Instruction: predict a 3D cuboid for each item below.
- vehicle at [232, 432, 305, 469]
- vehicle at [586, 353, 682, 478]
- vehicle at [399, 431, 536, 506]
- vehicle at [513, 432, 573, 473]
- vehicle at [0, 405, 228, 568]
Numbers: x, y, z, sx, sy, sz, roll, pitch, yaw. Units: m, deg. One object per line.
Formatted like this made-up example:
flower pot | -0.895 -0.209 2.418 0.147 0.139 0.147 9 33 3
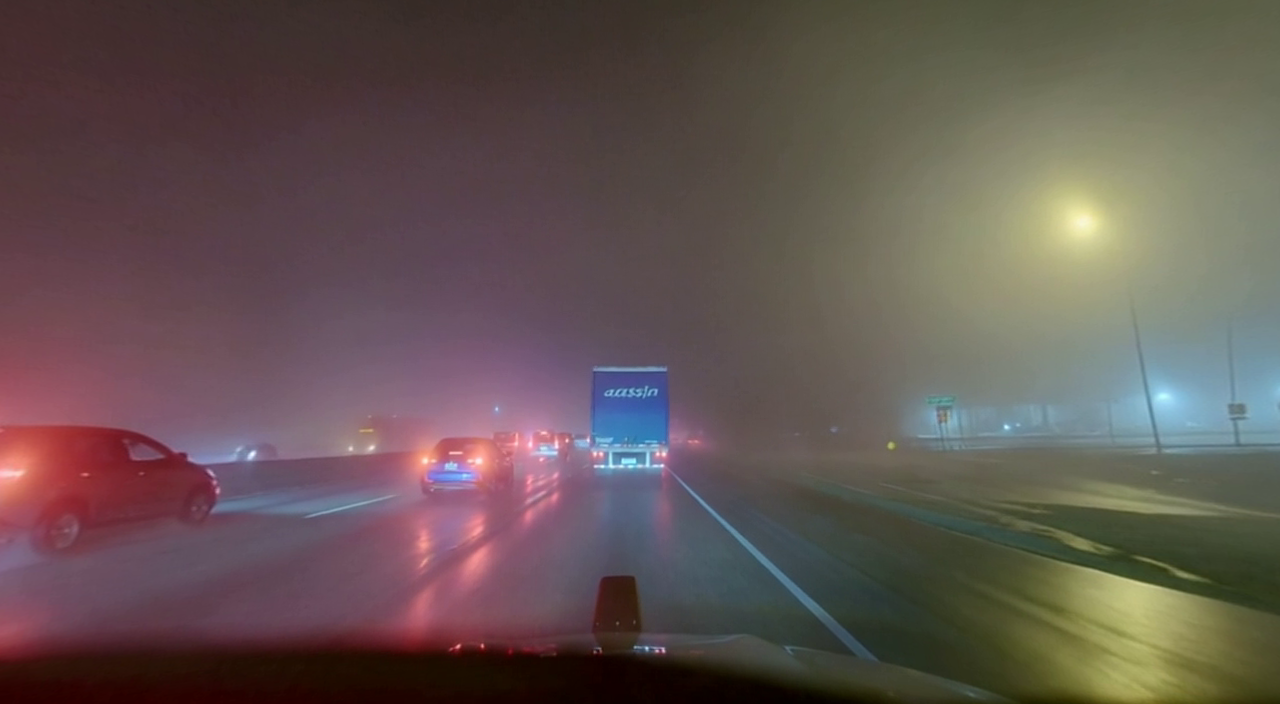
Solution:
vehicle | -26.494 7.001 45.076 2.113 2.464 4.940 0 -8 1
vehicle | -0.358 2.855 26.619 3.171 4.204 11.036 0 -8 -2
vehicle | -3.873 2.679 15.018 1.964 1.507 4.361 0 -8 1
vehicle | -4.082 4.276 27.106 1.946 1.599 4.073 0 -8 0
vehicle | -7.759 1.611 8.039 1.998 1.698 4.461 0 -8 -1
